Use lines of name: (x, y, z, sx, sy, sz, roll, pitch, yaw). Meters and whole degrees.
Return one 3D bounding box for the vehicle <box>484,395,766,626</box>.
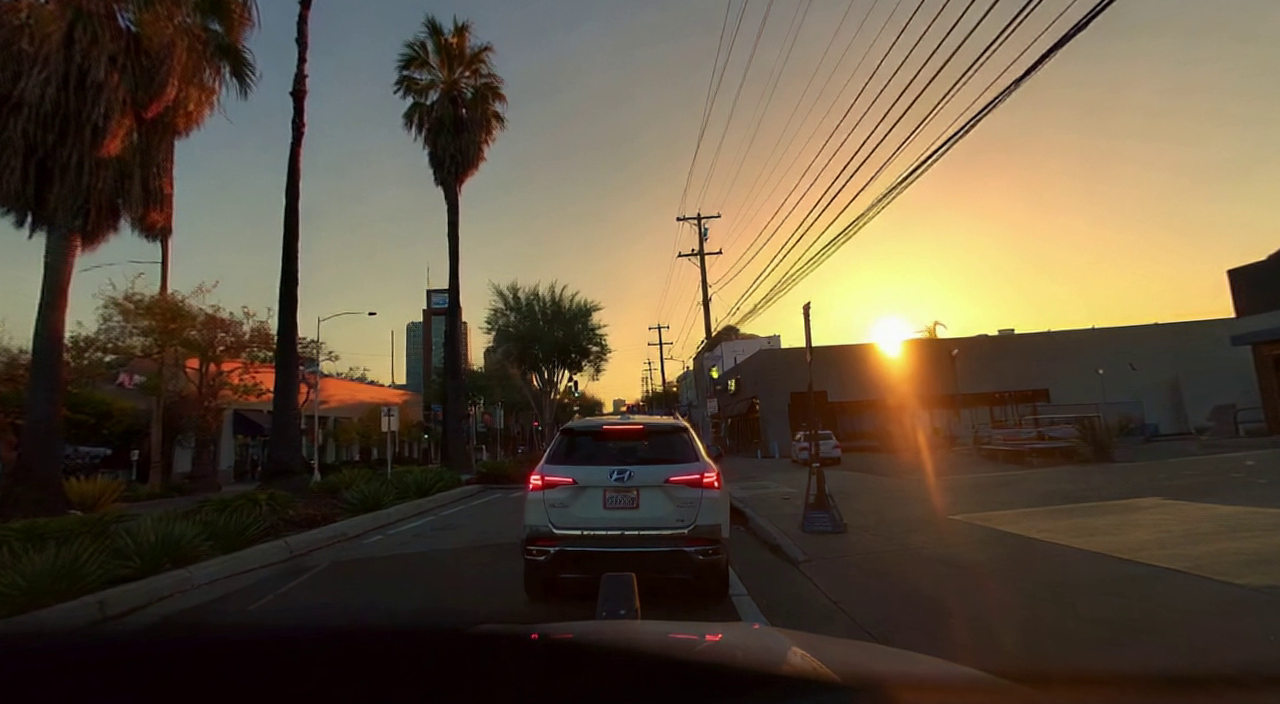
vehicle: (-0.196, 1.455, 6.684, 2.105, 1.702, 3.750, 0, -8, -3)
